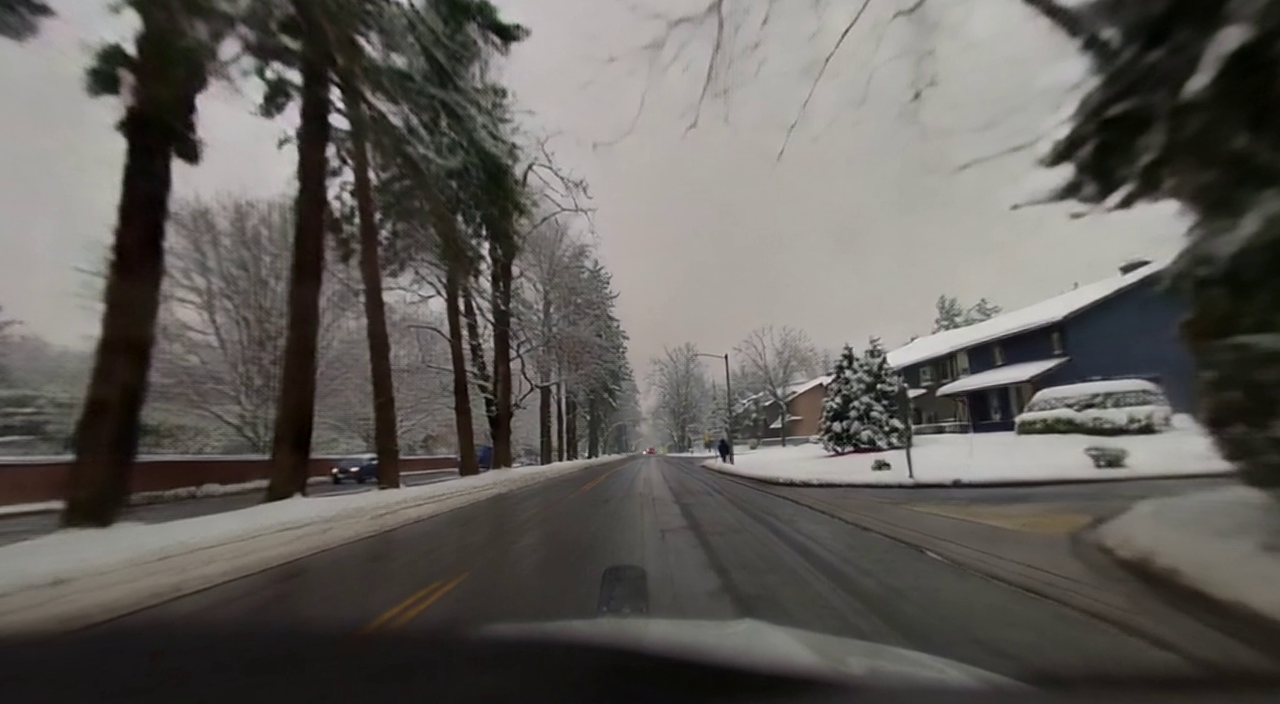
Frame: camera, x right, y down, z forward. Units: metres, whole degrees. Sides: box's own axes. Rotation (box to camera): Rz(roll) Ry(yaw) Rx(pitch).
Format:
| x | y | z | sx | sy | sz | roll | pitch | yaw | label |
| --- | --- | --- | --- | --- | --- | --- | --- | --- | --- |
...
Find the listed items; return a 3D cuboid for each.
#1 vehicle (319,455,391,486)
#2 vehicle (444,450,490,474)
| x | y | z | sx | sy | sz | roll | pitch | yaw | label |
| --- | --- | --- | --- | --- | --- | --- | --- | --- | --- |
| -15.480 | 6.445 | 34.528 | 1.942 | 1.481 | 4.412 | 0 | -9 | -1 | vehicle |
| -12.641 | 8.084 | 46.386 | 2.193 | 1.628 | 4.560 | 0 | -9 | -1 | vehicle |
